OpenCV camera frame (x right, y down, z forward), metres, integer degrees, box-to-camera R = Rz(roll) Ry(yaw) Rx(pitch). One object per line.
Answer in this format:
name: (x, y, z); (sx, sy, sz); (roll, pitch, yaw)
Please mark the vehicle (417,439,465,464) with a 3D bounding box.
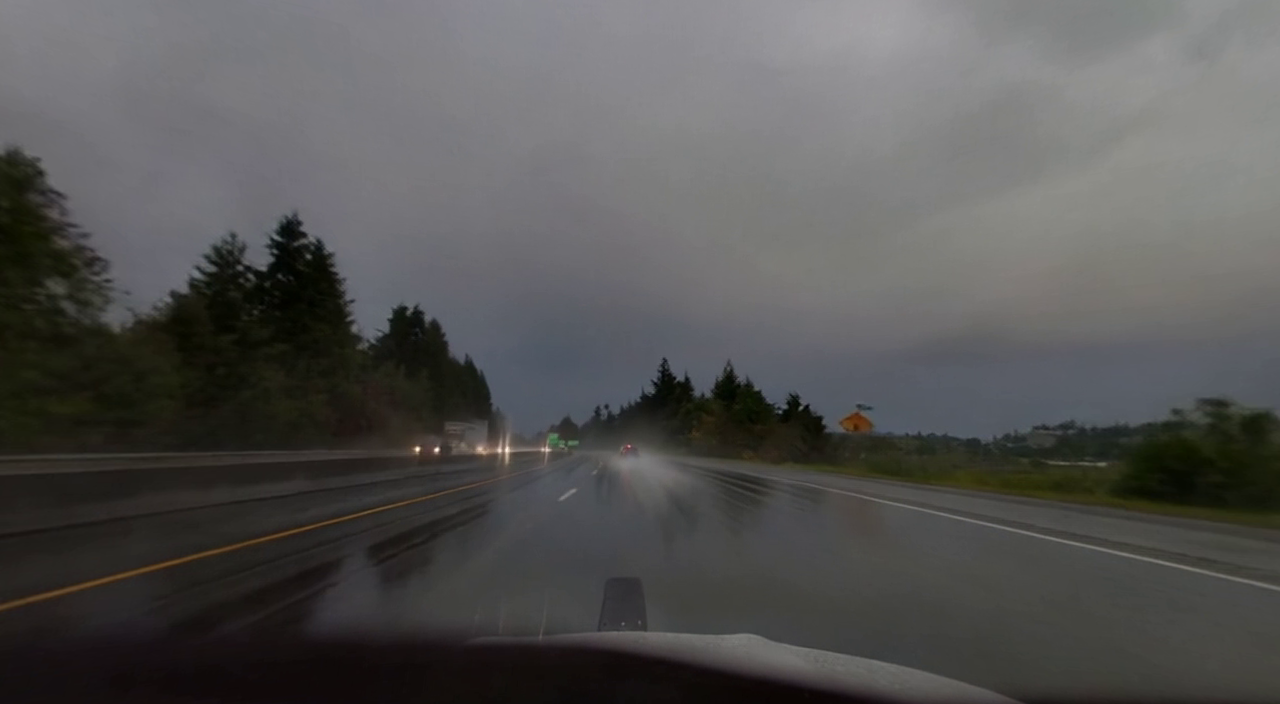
vehicle: (-13.144, 6.597, 41.856); (1.872, 1.567, 4.324); (0, -9, -2)
